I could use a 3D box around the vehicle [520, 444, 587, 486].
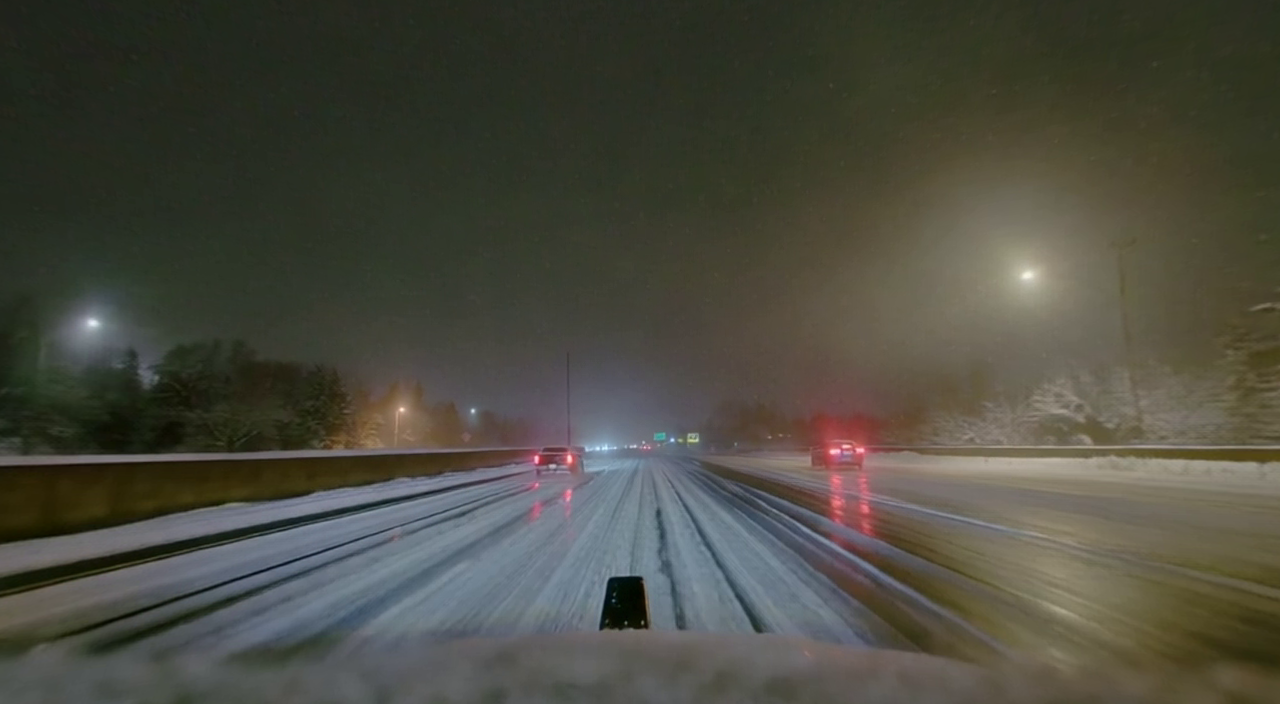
[{"bbox_3d":[-3.310,4.393,24.846,1.968,1.504,3.892,0,-8,2],"label":"vehicle"}]
